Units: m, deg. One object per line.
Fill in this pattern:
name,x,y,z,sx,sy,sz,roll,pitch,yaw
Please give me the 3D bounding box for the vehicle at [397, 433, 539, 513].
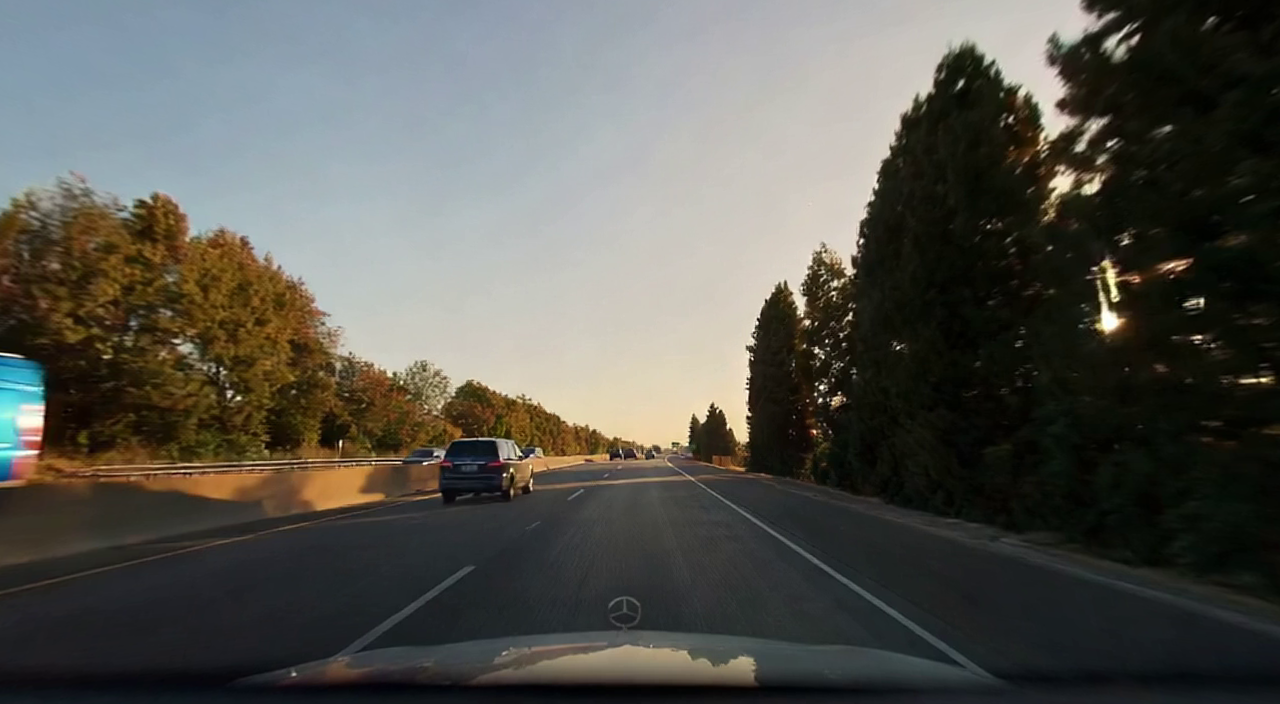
vehicle,-4.061,2.944,15.899,2.188,1.692,4.623,0,-9,1
